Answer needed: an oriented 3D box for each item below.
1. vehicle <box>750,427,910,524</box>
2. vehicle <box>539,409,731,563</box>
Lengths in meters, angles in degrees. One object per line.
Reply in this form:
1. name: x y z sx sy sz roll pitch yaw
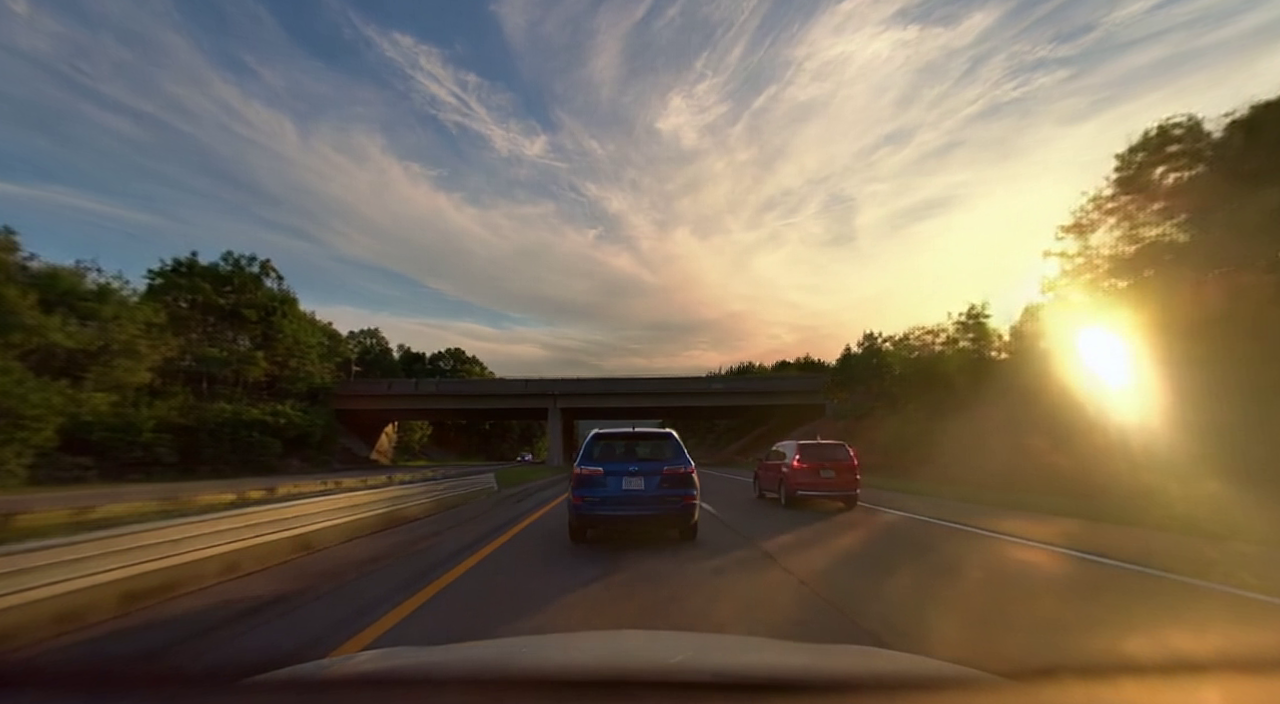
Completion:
1. vehicle: 3.923 2.650 14.031 2.043 1.767 4.620 0 -9 -1
2. vehicle: -0.069 1.929 9.669 2.288 1.823 4.059 0 -9 0
